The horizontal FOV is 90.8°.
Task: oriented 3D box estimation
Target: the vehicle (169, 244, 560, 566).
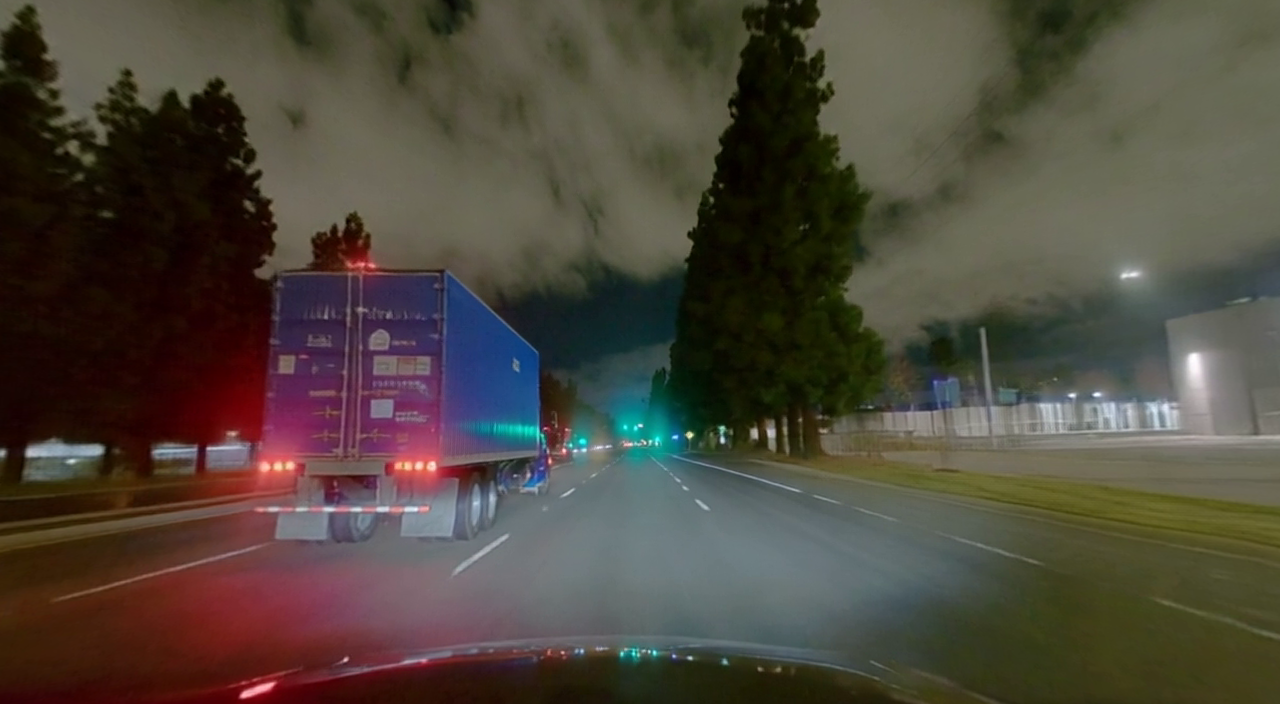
[{"bbox_3d":[-3.386,1.106,10.861,2.910,3.419,8.376,0,-8,0],"label":"vehicle"}]
